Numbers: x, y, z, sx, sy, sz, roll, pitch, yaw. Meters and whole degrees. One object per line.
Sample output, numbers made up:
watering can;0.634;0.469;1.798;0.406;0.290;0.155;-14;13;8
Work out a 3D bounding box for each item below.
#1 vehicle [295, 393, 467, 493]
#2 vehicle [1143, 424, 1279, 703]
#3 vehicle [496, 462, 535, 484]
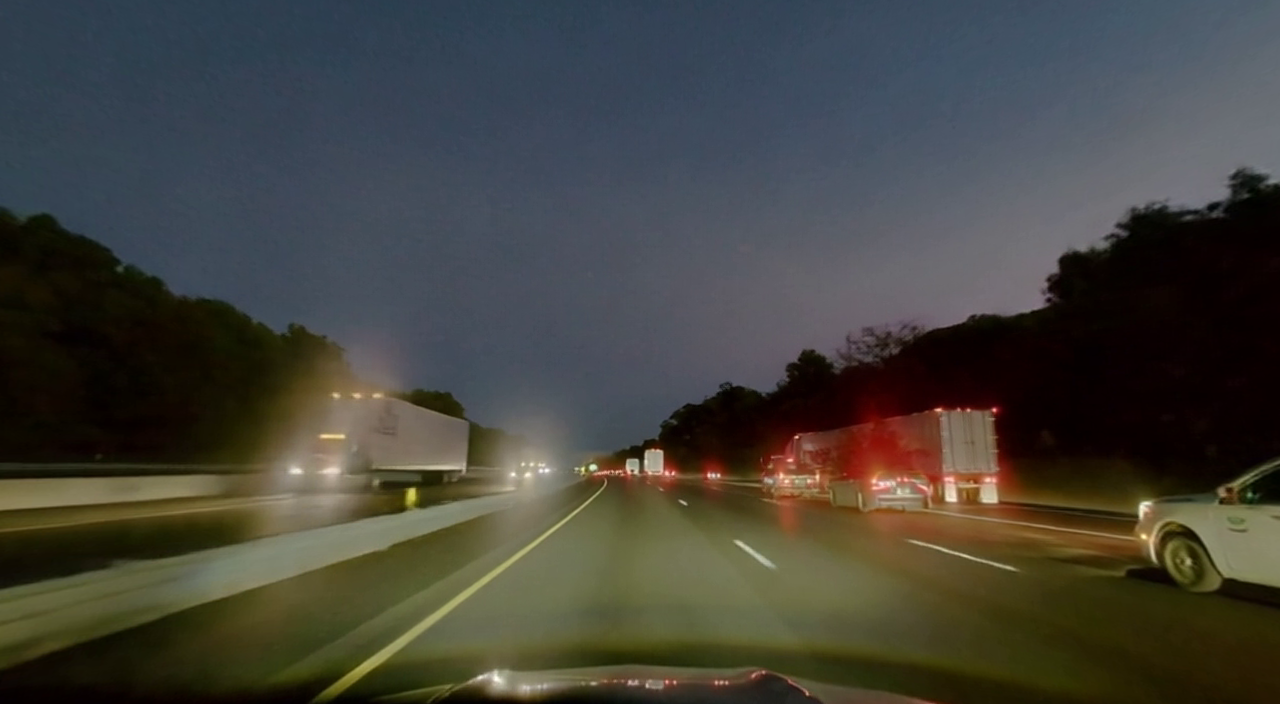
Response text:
vehicle;-13.258;5.361;35.074;2.975;4.187;16.809;1;-10;-2
vehicle;4.083;0.838;1.464;1.965;1.502;4.599;1;-10;0
vehicle;-9.590;9.356;48.648;2.176;1.548;4.347;1;-10;-2
